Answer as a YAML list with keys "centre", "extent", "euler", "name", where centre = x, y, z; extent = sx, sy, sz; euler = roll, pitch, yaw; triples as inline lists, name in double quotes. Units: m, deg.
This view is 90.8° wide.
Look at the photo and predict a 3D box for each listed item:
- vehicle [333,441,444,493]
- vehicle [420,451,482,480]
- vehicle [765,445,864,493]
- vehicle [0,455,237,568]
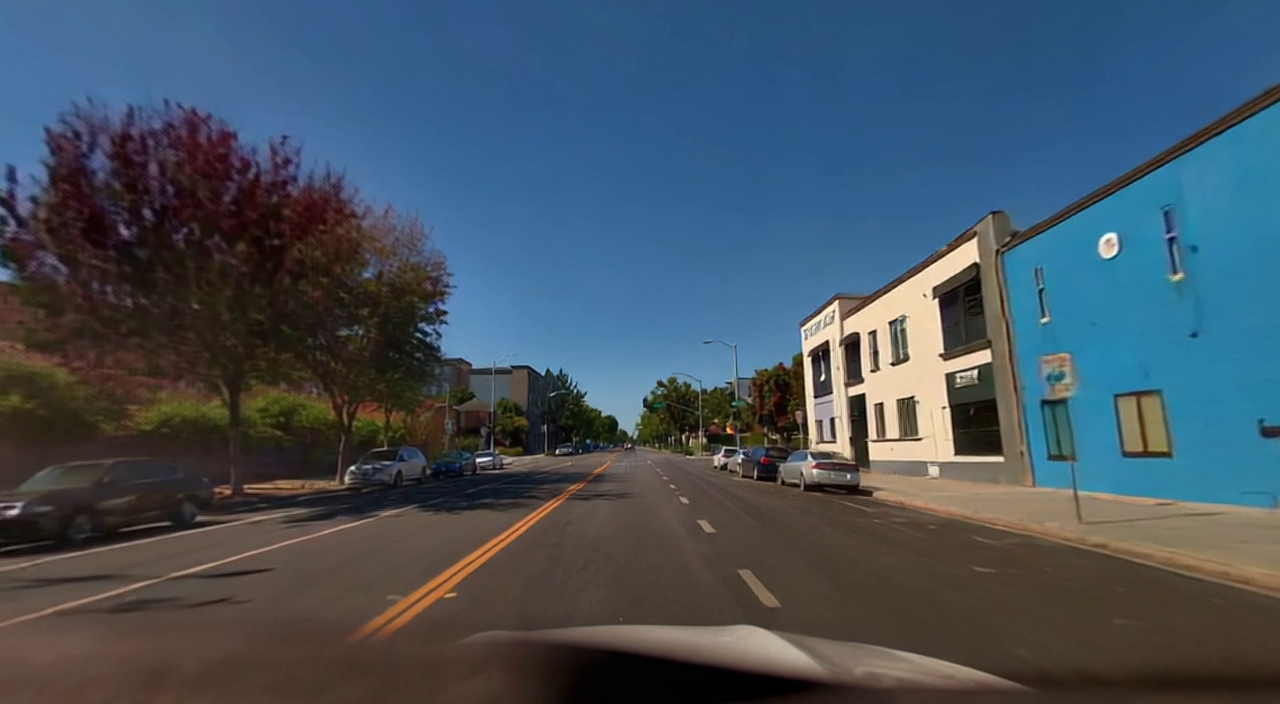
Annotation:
- centre: [-9.944, 4.546, 25.596]
  extent: [2.228, 1.863, 5.407]
  euler: [-1, -8, 1]
  name: "vehicle"
- centre: [-10.233, 6.142, 34.582]
  extent: [1.953, 1.387, 4.529]
  euler: [0, -8, 0]
  name: "vehicle"
- centre: [6.097, 4.131, 22.796]
  extent: [2.038, 1.482, 4.994]
  euler: [0, -8, -2]
  name: "vehicle"
- centre: [-9.605, 2.638, 11.254]
  extent: [2.021, 1.482, 4.601]
  euler: [0, -8, -3]
  name: "vehicle"
